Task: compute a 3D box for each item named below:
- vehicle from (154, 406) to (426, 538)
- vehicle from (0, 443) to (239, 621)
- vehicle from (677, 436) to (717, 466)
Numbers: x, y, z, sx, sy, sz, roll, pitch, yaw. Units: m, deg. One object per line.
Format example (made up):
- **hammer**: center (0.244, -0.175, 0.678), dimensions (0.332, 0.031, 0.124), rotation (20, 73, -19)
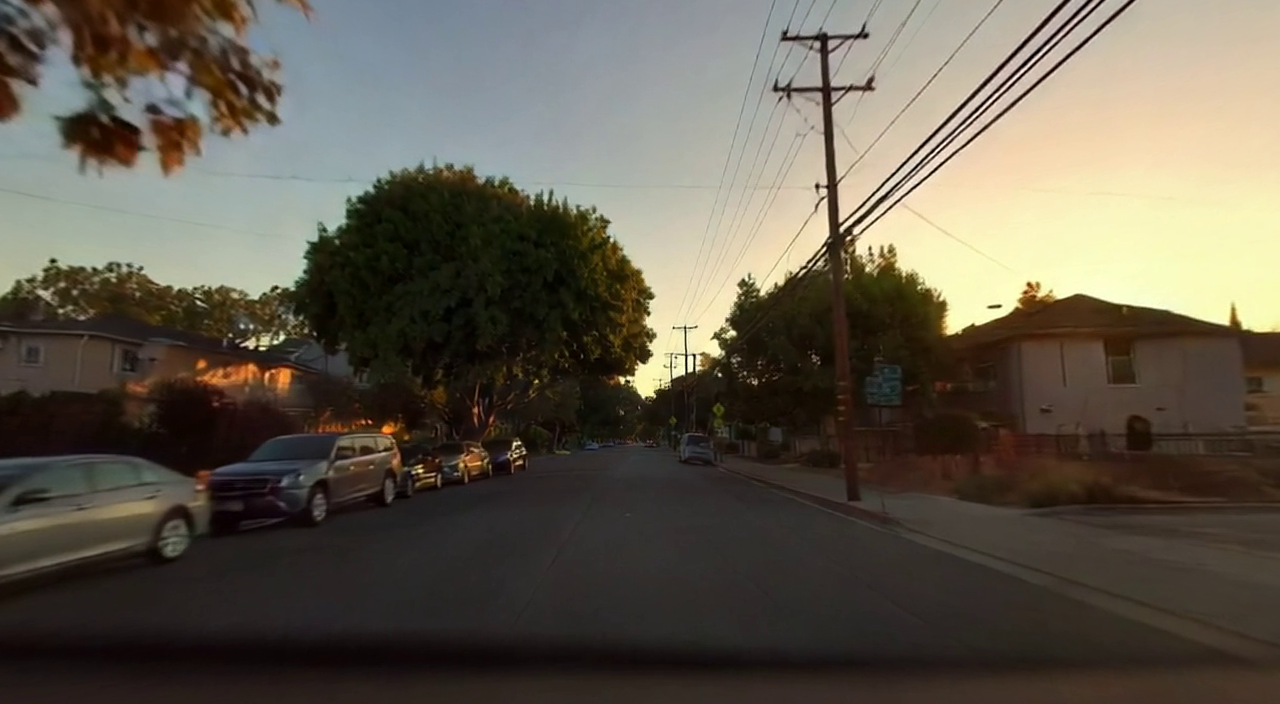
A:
- **vehicle**: center (-6.383, 2.269, 12.608), dimensions (2.222, 2.022, 5.547), rotation (0, -8, 0)
- **vehicle**: center (-6.268, 1.627, 6.143), dimensions (1.890, 1.453, 4.430), rotation (0, -8, -2)
- **vehicle**: center (3.572, 6.343, 40.552), dimensions (2.138, 1.766, 5.129), rotation (0, -8, 0)
